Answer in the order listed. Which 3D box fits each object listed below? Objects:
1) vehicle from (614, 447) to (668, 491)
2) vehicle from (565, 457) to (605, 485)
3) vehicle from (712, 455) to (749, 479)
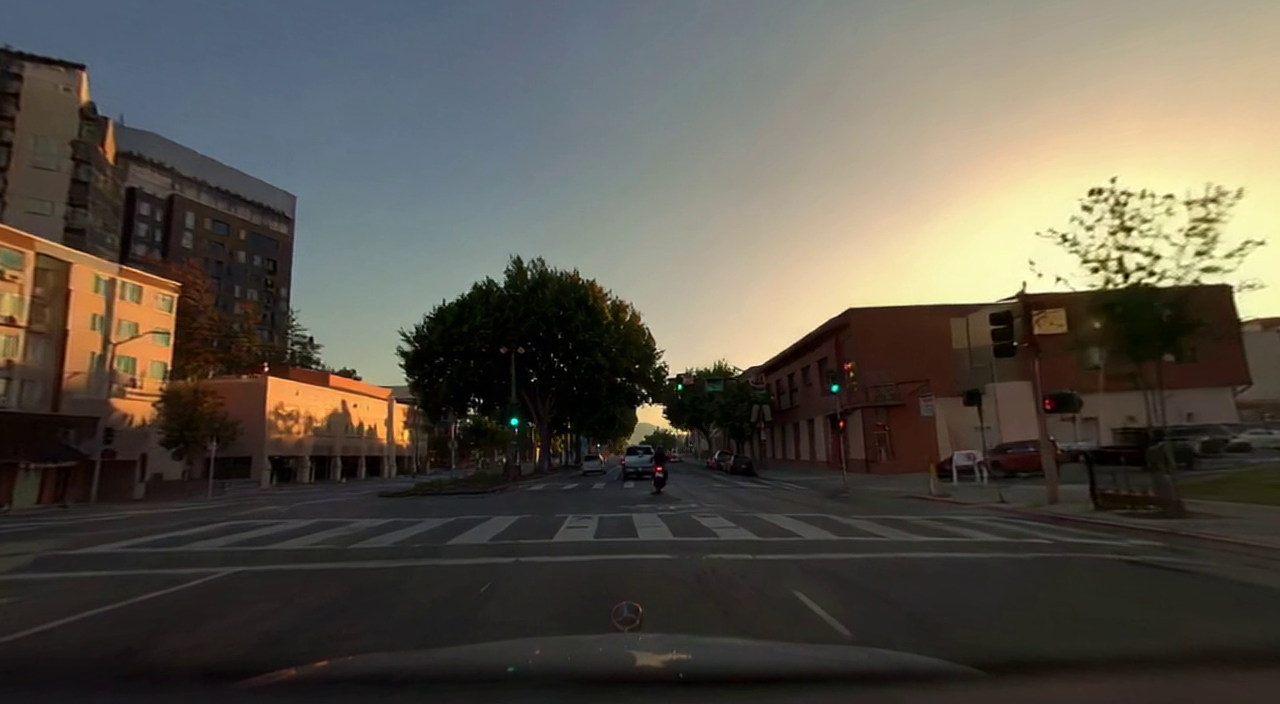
[{"bbox_3d":[-0.021,5.108,27.983,2.223,1.775,4.250,0,-9,-2],"label":"vehicle"},{"bbox_3d":[-3.210,7.069,37.727,2.014,1.470,4.552,0,-9,-1],"label":"vehicle"},{"bbox_3d":[6.706,8.547,47.093,2.069,1.590,4.066,0,-9,-1],"label":"vehicle"}]
